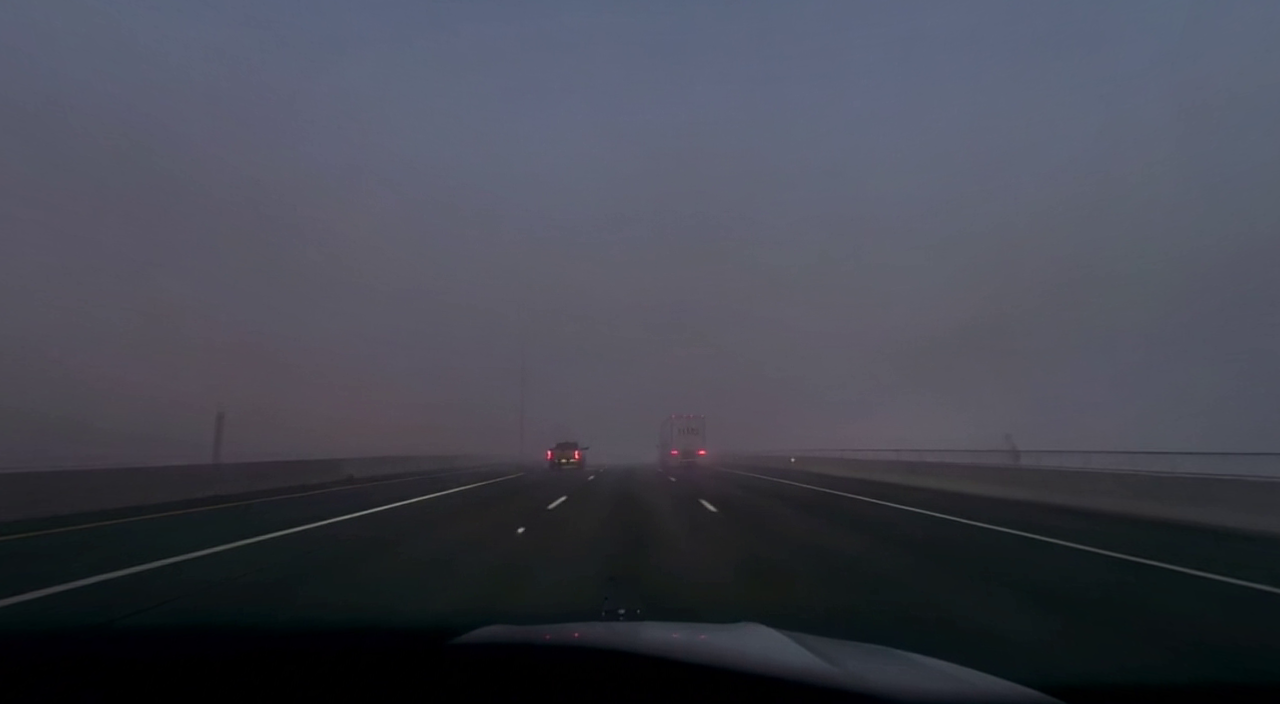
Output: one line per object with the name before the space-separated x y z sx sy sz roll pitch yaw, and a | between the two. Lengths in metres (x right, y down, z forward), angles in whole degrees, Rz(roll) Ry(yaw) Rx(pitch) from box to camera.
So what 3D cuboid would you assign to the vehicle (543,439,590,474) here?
vehicle | -4.108 5.965 35.943 2.173 1.857 4.800 0 -9 0
